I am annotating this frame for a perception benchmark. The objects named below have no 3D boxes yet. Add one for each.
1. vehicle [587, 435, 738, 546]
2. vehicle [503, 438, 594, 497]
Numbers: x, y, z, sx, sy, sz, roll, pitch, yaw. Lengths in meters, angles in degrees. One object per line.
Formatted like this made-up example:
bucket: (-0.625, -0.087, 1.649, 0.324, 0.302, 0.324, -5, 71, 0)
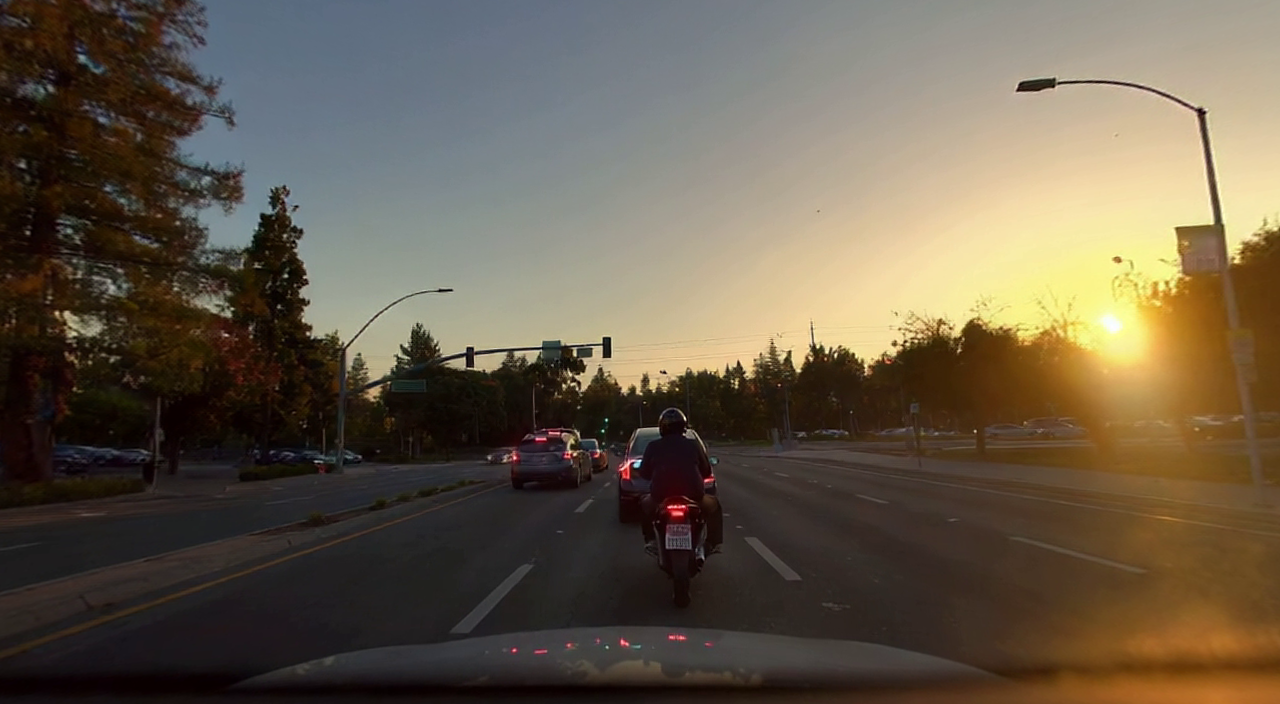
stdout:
vehicle: (0.330, 2.184, 10.754, 2.009, 1.450, 4.608, -1, -8, 1)
vehicle: (-2.544, 3.297, 18.444, 1.979, 1.499, 3.840, -1, -8, 2)
